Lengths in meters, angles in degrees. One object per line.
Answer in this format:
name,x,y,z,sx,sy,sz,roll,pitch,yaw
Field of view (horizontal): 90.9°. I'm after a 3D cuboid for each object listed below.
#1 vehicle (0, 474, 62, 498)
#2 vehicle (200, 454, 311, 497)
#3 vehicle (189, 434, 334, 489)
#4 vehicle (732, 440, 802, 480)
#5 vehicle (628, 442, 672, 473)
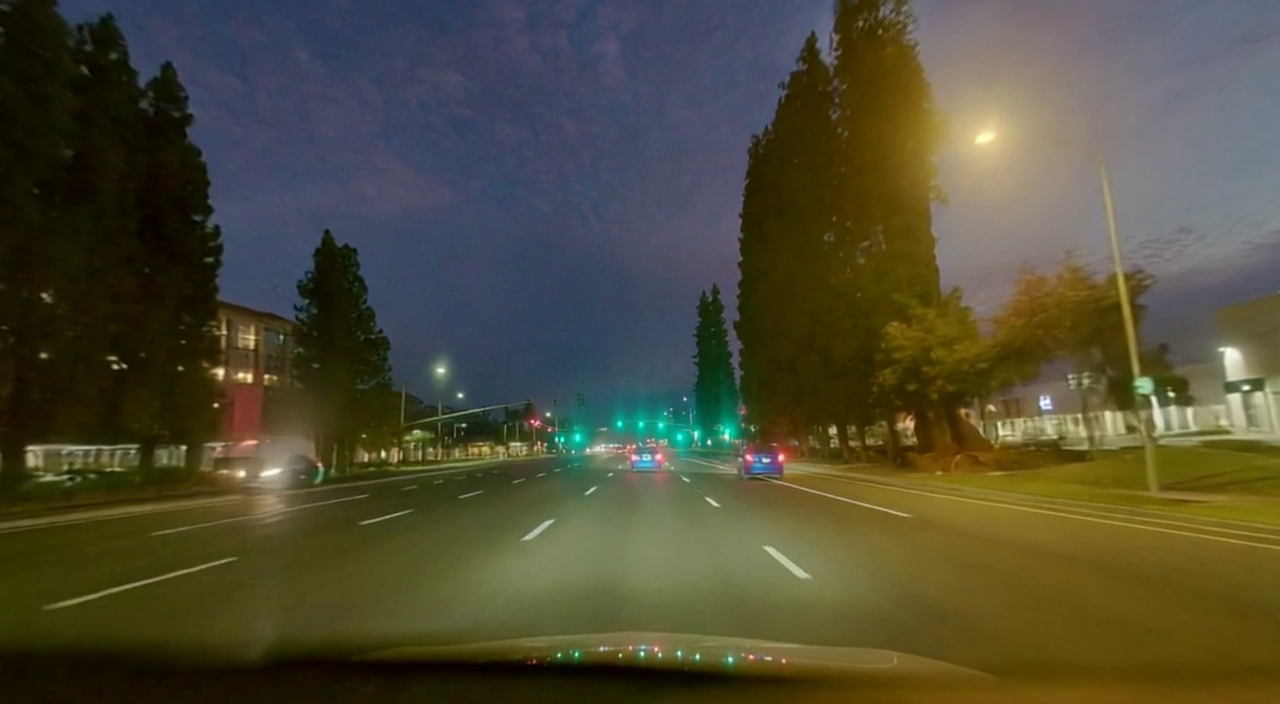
vehicle,-41.321,8.942,42.152,1.641,1.376,3.792,-1,-9,2
vehicle,-17.617,5.653,29.248,1.984,1.698,4.885,-1,-8,1
vehicle,-28.773,8.370,48.908,3.375,3.684,11.176,-1,-9,6
vehicle,5.167,4.455,26.256,2.067,1.497,4.327,0,-8,1
vehicle,0.477,5.507,33.131,2.144,1.505,4.128,0,-8,0
